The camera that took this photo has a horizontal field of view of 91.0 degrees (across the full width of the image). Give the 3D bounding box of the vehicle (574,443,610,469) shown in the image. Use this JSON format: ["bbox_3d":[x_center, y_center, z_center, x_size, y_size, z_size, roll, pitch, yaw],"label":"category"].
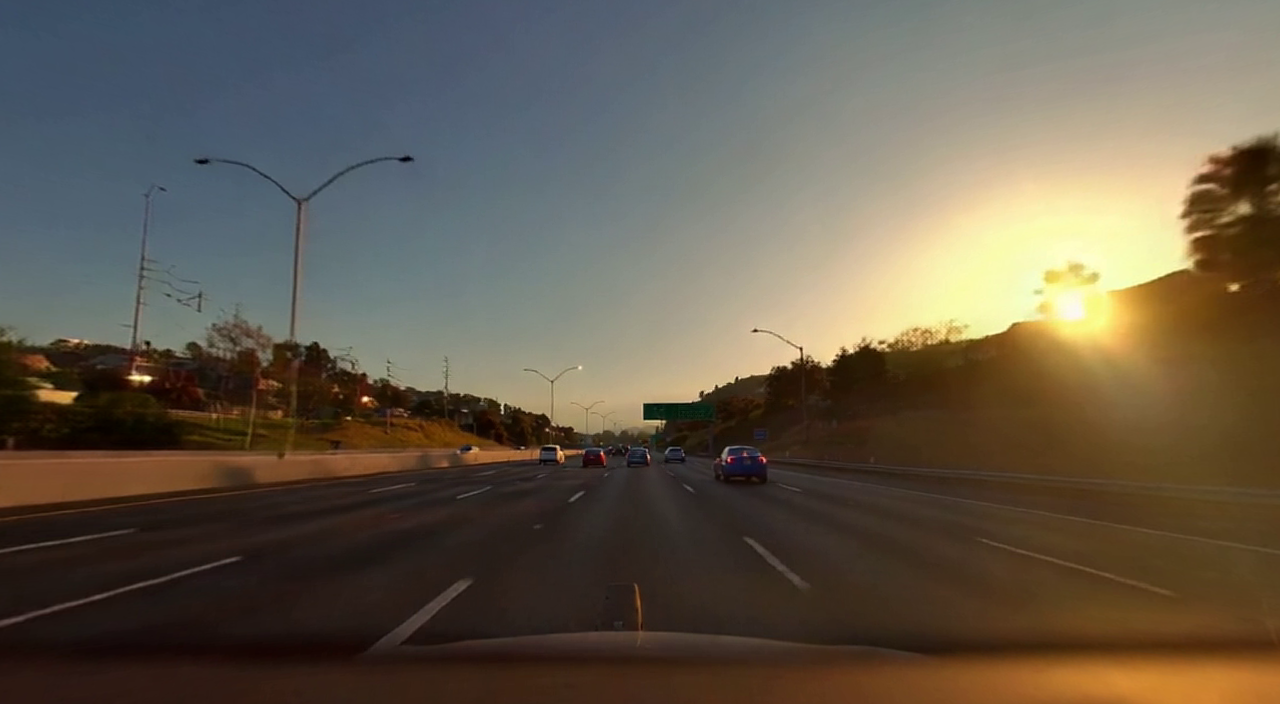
[{"bbox_3d":[-3.221,7.076,42.969,2.091,1.664,4.157,0,-9,0],"label":"vehicle"}]

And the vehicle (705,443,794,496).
[{"bbox_3d":[3.416,3.763,20.608,2.077,1.527,4.553,0,-9,0],"label":"vehicle"}]

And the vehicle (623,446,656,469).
[{"bbox_3d":[-0.051,7.206,43.220,2.166,1.496,4.158,0,-9,0],"label":"vehicle"}]

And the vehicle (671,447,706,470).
[{"bbox_3d":[3.283,7.259,43.120,2.036,1.517,4.256,0,-9,-1],"label":"vehicle"}]

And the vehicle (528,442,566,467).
[{"bbox_3d":[-6.763,7.528,46.233,2.112,1.721,4.381,0,-9,0],"label":"vehicle"}]
